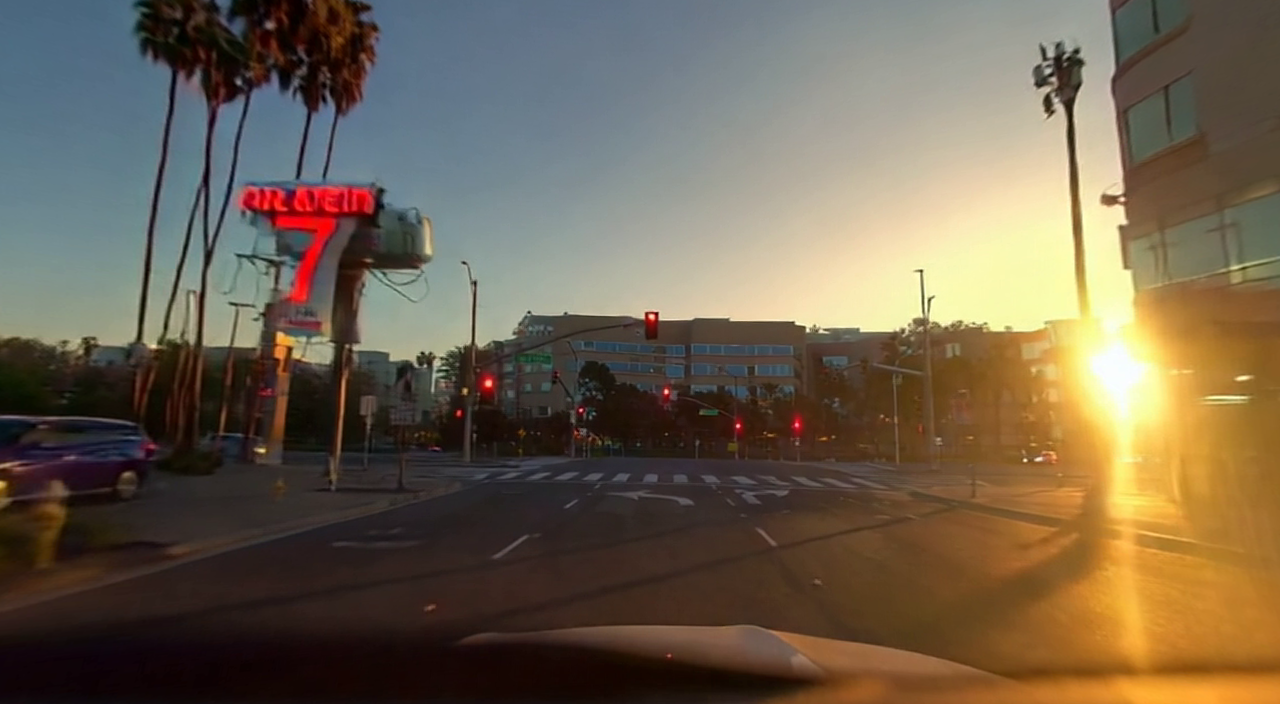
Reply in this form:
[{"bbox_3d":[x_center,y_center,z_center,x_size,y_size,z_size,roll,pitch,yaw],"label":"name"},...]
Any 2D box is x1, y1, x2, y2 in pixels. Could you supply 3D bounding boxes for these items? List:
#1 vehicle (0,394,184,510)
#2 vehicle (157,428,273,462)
[{"bbox_3d":[-11.091,1.803,11.383,2.109,1.816,4.670,-1,-8,2],"label":"vehicle"},{"bbox_3d":[-21.233,4.680,31.695,4.350,1.624,2.023,0,-8,0],"label":"vehicle"}]
